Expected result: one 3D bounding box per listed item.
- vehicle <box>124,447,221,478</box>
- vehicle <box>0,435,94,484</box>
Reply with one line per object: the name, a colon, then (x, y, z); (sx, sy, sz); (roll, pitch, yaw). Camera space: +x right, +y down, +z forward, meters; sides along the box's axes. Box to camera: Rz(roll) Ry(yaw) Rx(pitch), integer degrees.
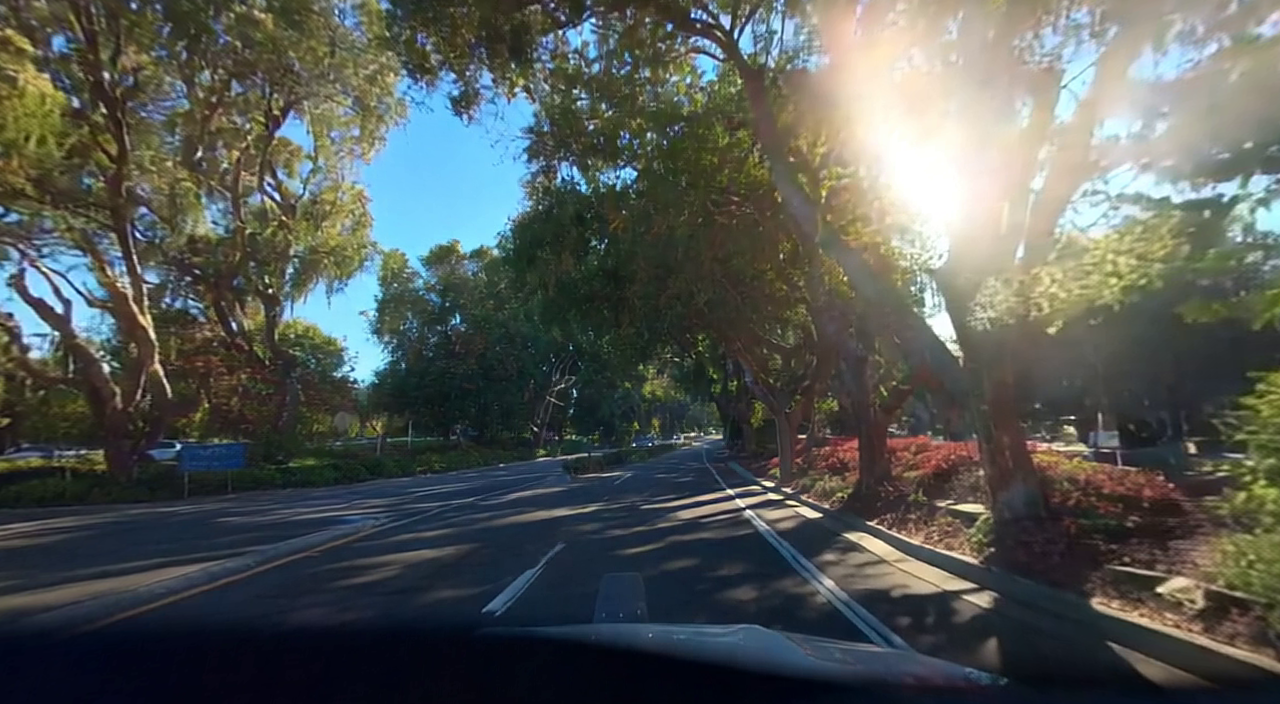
vehicle: (-26.606, 6.279, 36.027); (4.007, 1.459, 1.952); (-2, -8, 1)
vehicle: (-28.432, 5.003, 29.247); (4.733, 1.892, 1.939); (-4, -4, 2)
